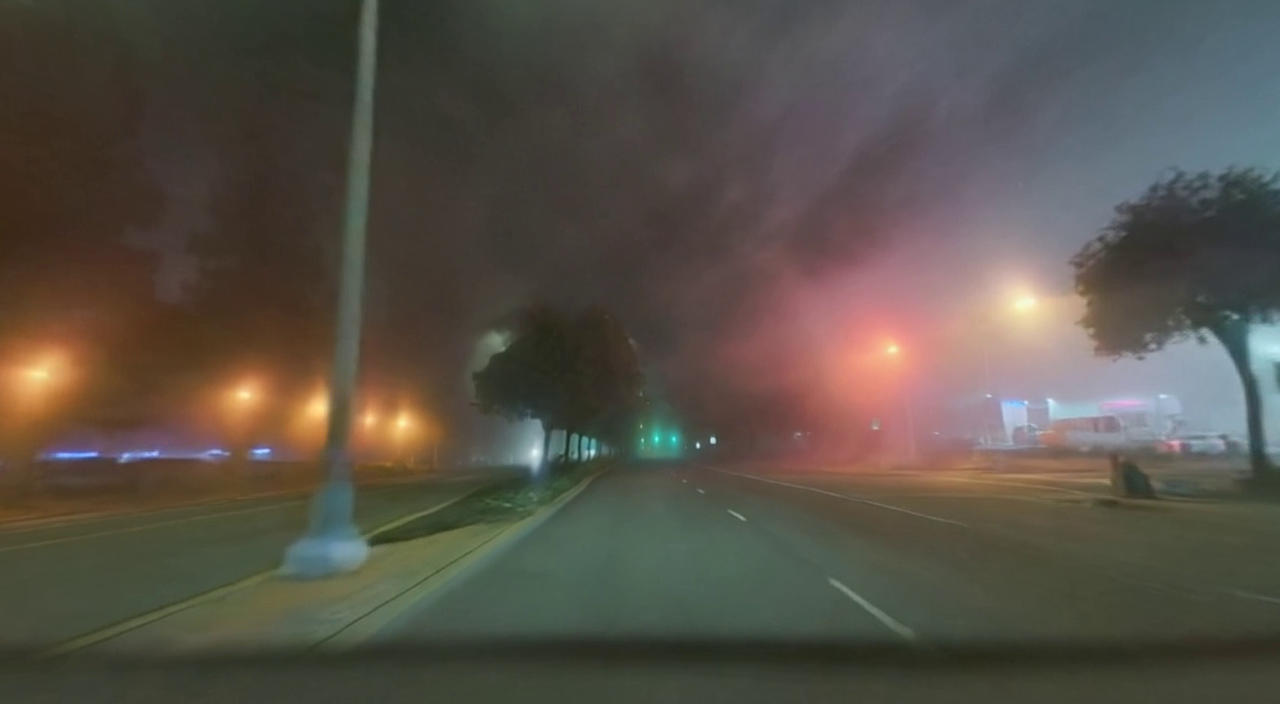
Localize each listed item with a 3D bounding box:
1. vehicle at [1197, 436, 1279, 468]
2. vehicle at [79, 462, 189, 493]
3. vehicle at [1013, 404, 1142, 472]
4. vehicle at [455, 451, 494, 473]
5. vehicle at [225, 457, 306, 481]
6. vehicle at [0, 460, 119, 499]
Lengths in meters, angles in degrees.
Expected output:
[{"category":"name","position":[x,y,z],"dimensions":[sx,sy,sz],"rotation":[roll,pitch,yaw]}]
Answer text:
[{"category":"vehicle","position":[29.956,4.858,30.876],"dimensions":[1.748,1.435,3.949],"rotation":[0,-9,-1]},{"category":"vehicle","position":[-27.194,6.730,34.126],"dimensions":[4.457,1.425,2.027],"rotation":[6,-11,-37]},{"category":"vehicle","position":[25.760,5.191,37.755],"dimensions":[2.724,3.646,7.111],"rotation":[0,-9,2]},{"category":"vehicle","position":[-12.410,8.247,47.568],"dimensions":[1.857,1.483,3.791],"rotation":[0,-9,1]},{"category":"vehicle","position":[-26.533,8.286,44.929],"dimensions":[4.786,1.486,1.936],"rotation":[4,-10,-28]},{"category":"vehicle","position":[-27.729,6.045,30.153],"dimensions":[4.188,1.629,1.946],"rotation":[6,-11,-37]}]
